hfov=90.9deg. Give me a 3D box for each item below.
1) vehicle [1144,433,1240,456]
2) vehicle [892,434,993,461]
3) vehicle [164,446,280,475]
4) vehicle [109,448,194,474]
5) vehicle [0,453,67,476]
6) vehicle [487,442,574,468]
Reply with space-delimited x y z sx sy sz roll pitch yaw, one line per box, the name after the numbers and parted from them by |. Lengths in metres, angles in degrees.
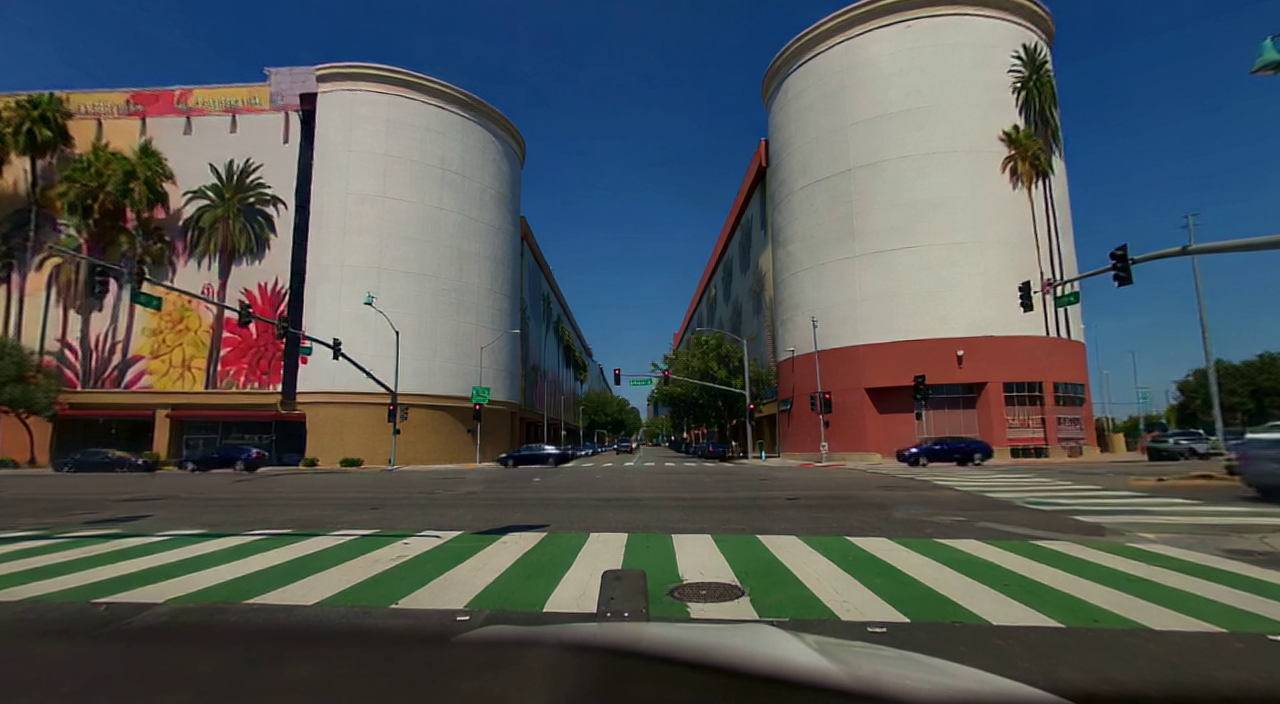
36.049 6.026 41.257 4.606 1.449 1.687 0 -8 1 | vehicle
17.524 5.554 36.658 4.893 1.458 1.791 0 -8 0 | vehicle
-22.096 5.738 33.454 4.875 1.461 1.777 0 -8 1 | vehicle
-33.078 7.392 42.765 4.136 1.661 1.857 0 -8 0 | vehicle
-41.664 7.622 42.778 3.698 1.508 1.779 0 -8 1 | vehicle
-6.427 6.066 37.245 4.784 1.465 1.798 0 -8 1 | vehicle
